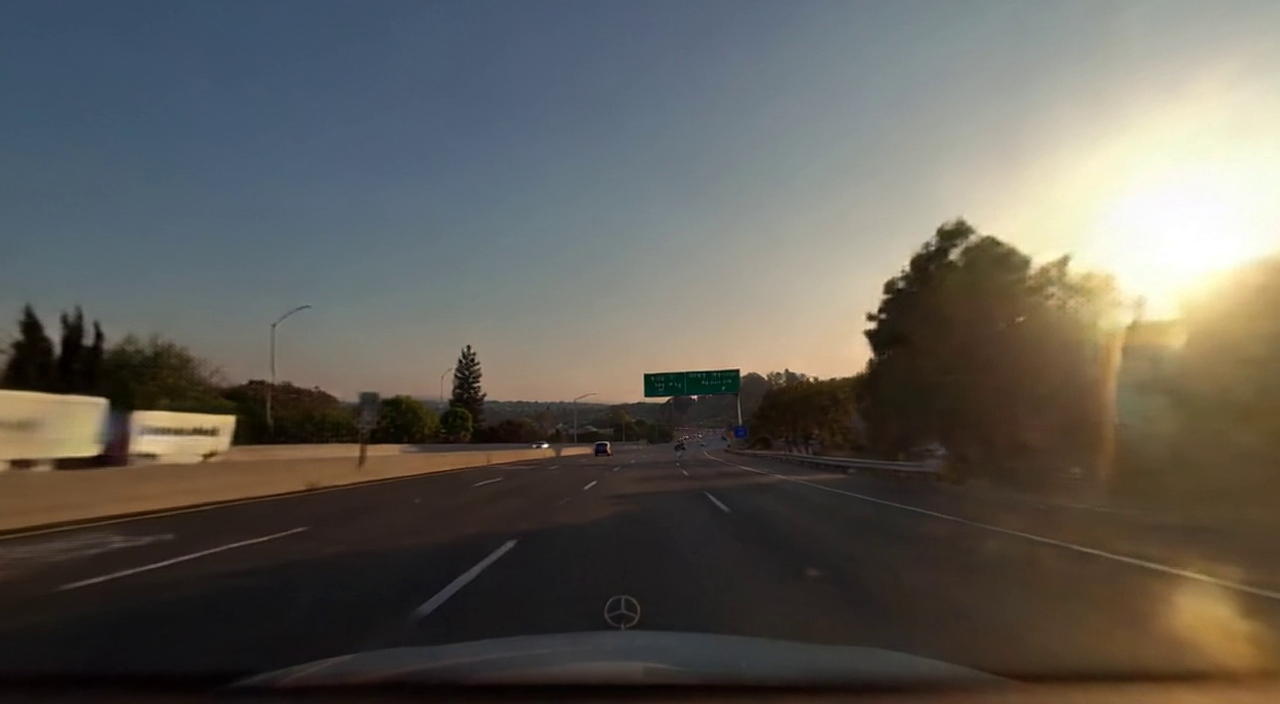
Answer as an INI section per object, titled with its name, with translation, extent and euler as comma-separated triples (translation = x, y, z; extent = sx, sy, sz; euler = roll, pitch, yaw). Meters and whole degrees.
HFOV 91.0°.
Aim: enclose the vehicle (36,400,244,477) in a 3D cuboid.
[vehicle]
translation = -23.341, 4.211, 30.317
extent = 2.785, 3.174, 8.521
euler = -1, -9, 2
